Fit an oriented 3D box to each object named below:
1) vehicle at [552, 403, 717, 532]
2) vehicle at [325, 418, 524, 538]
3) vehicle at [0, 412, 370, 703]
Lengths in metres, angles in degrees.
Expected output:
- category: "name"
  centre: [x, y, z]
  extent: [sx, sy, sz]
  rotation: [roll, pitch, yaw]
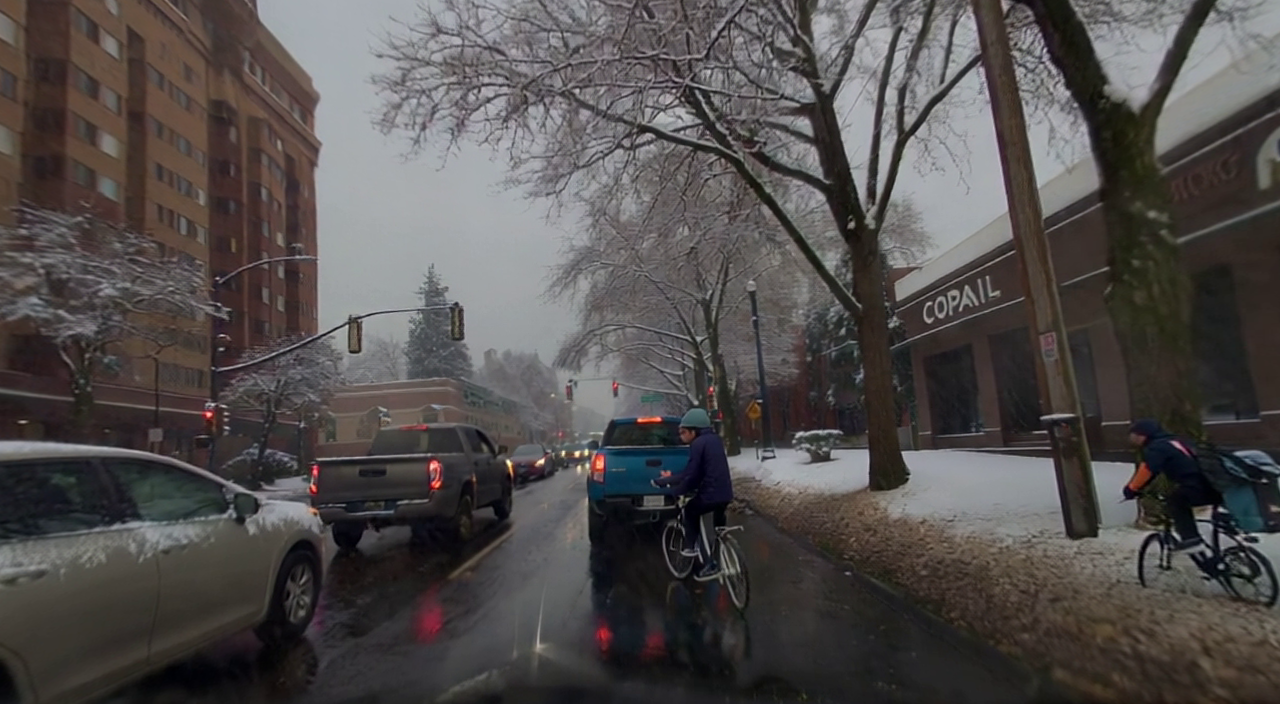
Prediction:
- category: "vehicle"
  centre: [-0.118, 2.085, 11.884]
  extent: [2.426, 1.882, 5.027]
  rotation: [0, -9, -1]
- category: "vehicle"
  centre: [-3.599, 2.199, 11.610]
  extent: [2.046, 1.750, 4.452]
  rotation: [0, -9, 0]
- category: "vehicle"
  centre: [-3.557, 1.170, 3.690]
  extent: [2.064, 1.486, 4.140]
  rotation: [0, -9, 1]
